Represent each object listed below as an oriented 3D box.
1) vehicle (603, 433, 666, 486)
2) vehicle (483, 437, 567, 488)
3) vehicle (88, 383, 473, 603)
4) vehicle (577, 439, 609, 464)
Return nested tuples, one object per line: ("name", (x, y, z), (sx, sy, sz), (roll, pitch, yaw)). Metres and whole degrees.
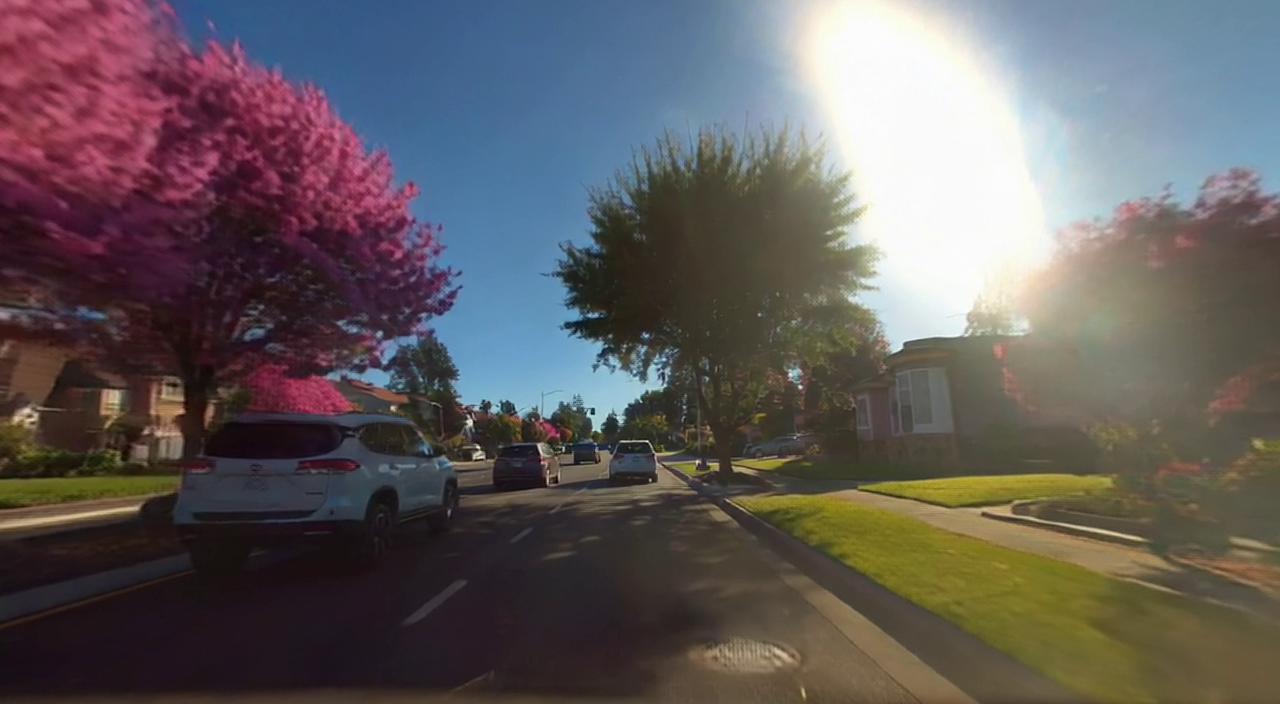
("vehicle", (-0.172, 3.691, 21.958), (1.997, 1.636, 3.760), (0, -8, 0))
("vehicle", (-3.798, 3.728, 21.579), (2.066, 1.565, 3.905), (0, -8, 1))
("vehicle", (-3.791, 1.582, 8.027), (2.161, 1.919, 4.798), (0, -8, -2))
("vehicle", (-3.527, 7.569, 48.387), (2.080, 1.780, 4.879), (0, -8, 0))
